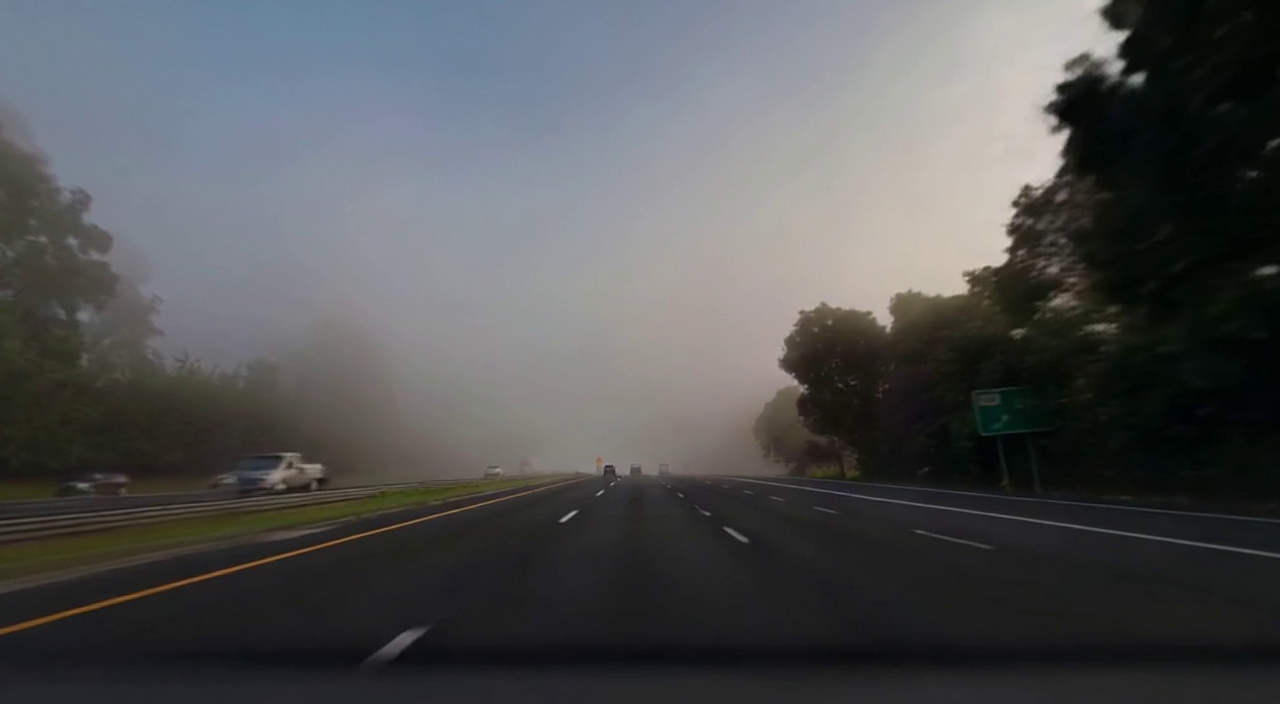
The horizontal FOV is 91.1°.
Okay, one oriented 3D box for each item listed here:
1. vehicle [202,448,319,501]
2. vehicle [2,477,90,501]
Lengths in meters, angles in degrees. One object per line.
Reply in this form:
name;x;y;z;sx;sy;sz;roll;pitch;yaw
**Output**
vehicle;-20.614;6.706;34.581;2.548;2.580;6.084;1;-10;0
vehicle;-40.755;9.388;43.235;1.813;1.484;4.336;1;-10;0
